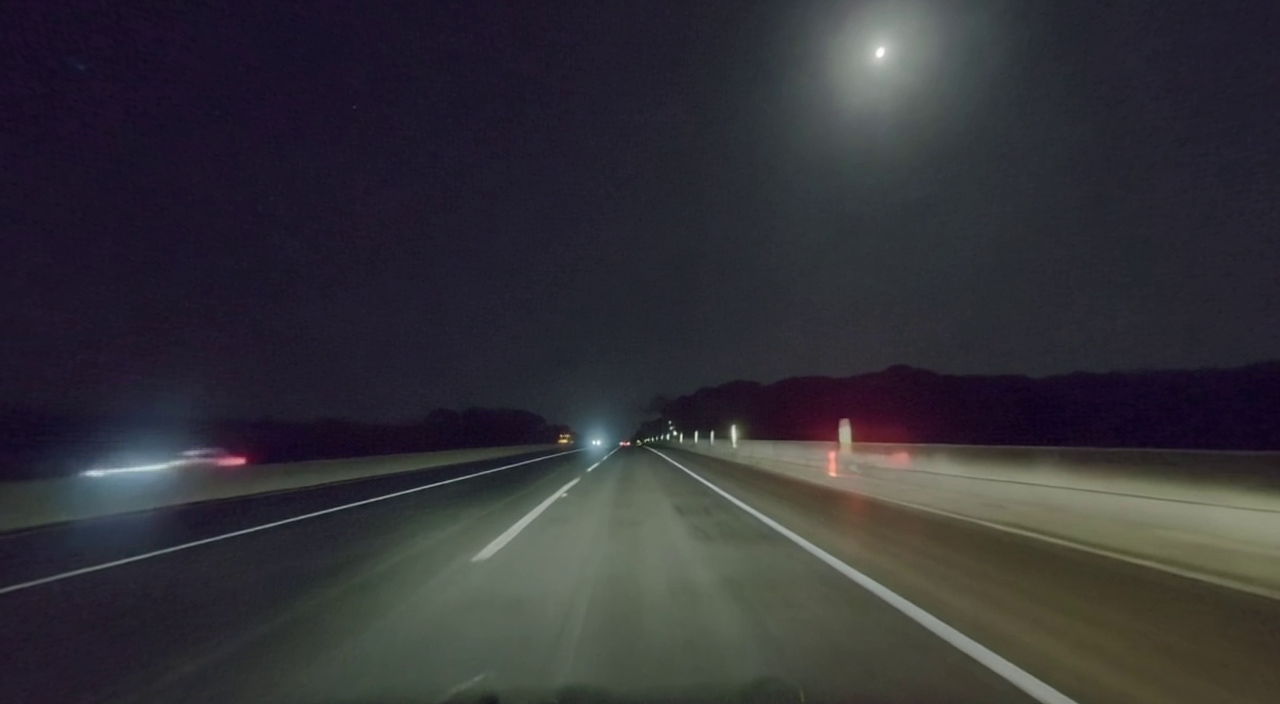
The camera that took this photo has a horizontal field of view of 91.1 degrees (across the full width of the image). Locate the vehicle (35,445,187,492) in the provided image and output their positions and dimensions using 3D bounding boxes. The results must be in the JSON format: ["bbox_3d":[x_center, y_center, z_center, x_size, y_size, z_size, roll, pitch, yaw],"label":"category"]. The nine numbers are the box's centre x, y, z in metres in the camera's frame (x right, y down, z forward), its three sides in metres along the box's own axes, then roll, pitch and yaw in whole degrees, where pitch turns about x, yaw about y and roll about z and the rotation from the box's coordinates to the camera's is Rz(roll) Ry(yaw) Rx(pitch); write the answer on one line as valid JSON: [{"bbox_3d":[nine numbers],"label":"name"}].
[{"bbox_3d":[-19.738,4.332,23.779,1.866,1.512,4.514,0,-8,0],"label":"vehicle"}]
